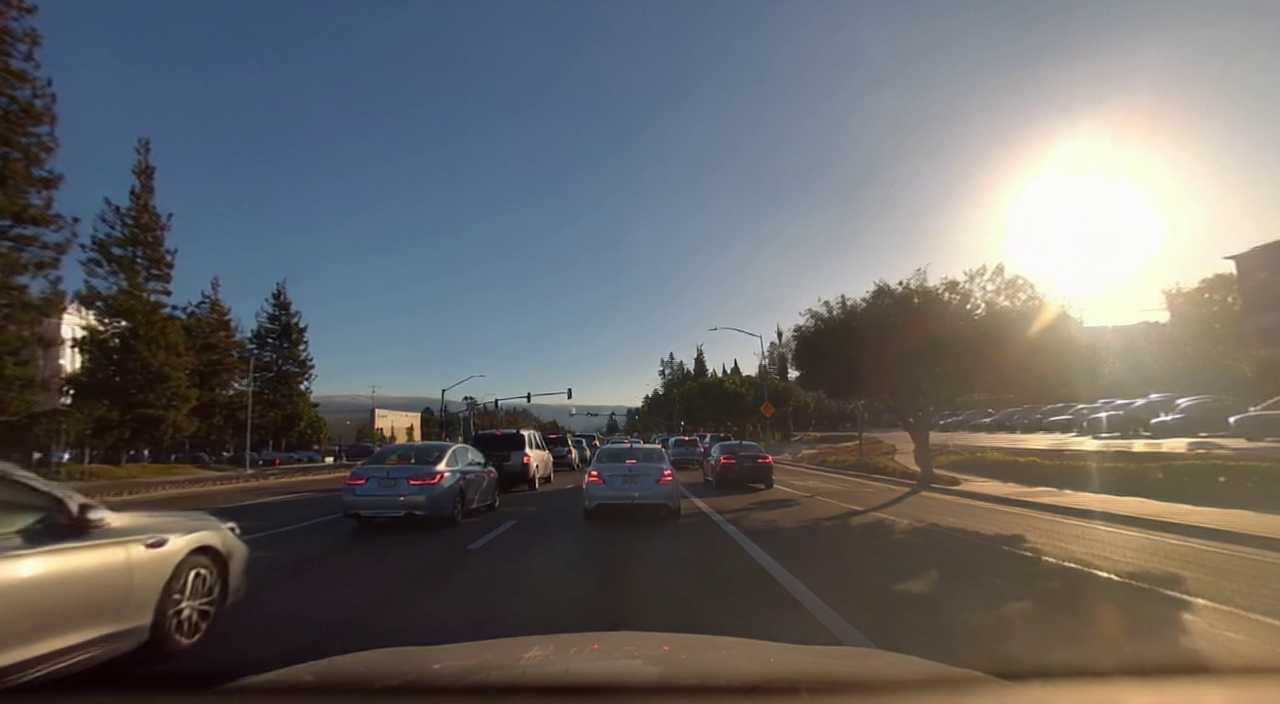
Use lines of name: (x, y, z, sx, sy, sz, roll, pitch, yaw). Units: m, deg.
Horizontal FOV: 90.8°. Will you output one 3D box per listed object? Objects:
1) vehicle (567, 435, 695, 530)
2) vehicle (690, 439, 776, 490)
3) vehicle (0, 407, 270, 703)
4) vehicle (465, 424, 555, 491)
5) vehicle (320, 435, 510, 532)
vehicle: (-0.186, 2.345, 11.993, 2.007, 1.467, 4.059, 0, -8, -1)
vehicle: (2.878, 3.591, 20.568, 1.978, 1.452, 4.381, 0, -8, -3)
vehicle: (-3.711, 0.934, 2.351, 2.052, 1.475, 4.341, 0, -8, 0)
vehicle: (-3.991, 3.341, 20.244, 2.054, 1.881, 4.469, 0, -8, -2)
vehicle: (-3.860, 2.323, 11.755, 1.985, 1.467, 4.224, 0, -9, 0)
